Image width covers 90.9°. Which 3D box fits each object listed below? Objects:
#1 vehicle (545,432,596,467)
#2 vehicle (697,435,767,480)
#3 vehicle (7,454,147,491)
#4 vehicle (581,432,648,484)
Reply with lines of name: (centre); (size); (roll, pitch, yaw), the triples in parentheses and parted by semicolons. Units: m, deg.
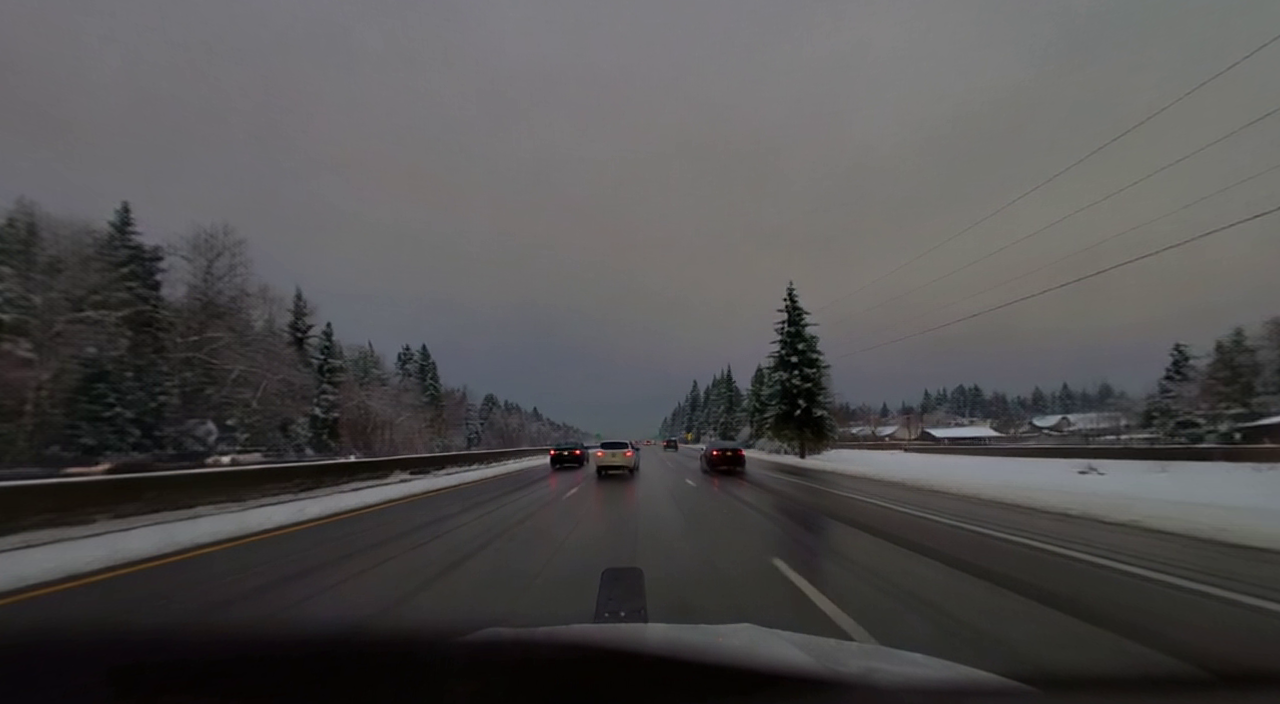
vehicle: (-3.755, 5.359, 34.762); (2.217, 1.773, 4.553); (0, -8, 1)
vehicle: (3.385, 3.960, 23.931); (1.996, 1.579, 3.841); (0, -8, -1)
vehicle: (-31.573, 6.737, 35.713); (2.243, 1.760, 6.078); (0, -8, 1)
vehicle: (-0.780, 3.636, 21.939); (2.049, 1.620, 4.153); (0, -8, 1)
